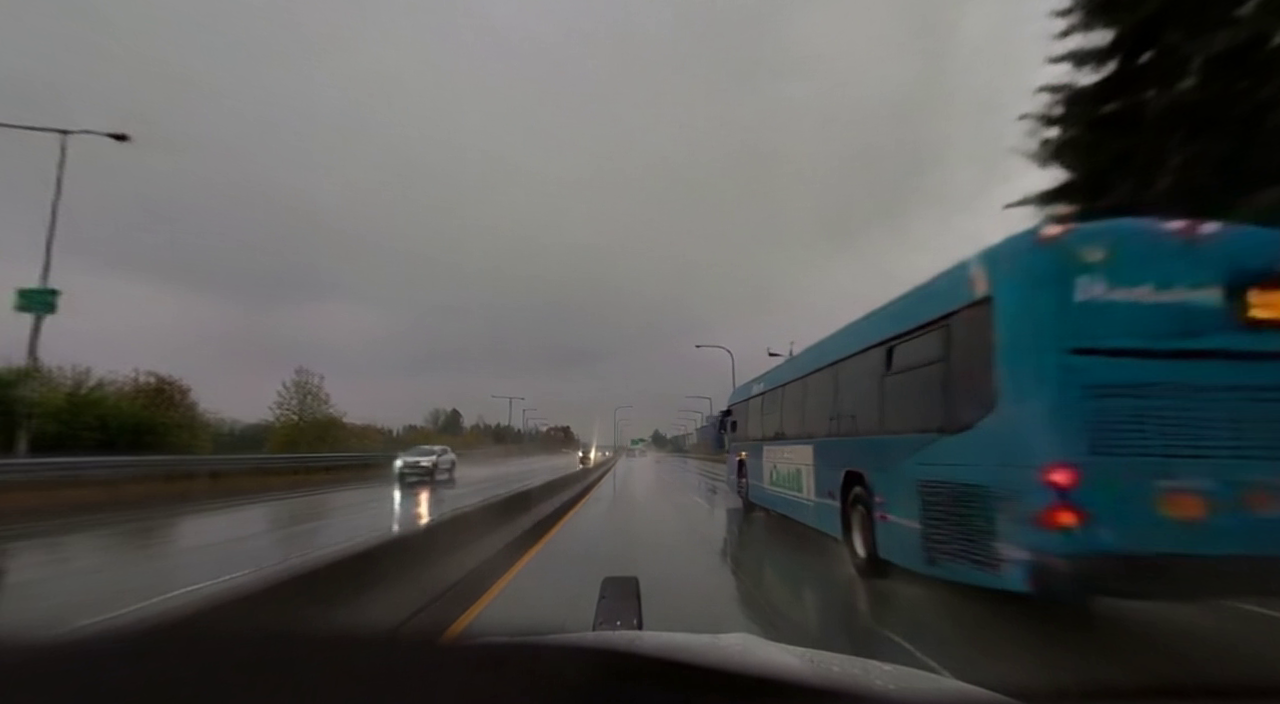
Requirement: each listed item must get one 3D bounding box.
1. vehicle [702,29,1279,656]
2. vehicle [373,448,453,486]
[{"bbox_3d":[3.606,0.845,11.085,3.277,4.084,14.213,0,-9,-1],"label":"vehicle"},{"bbox_3d":[-9.592,4.871,26.891,1.872,1.461,4.227,0,-9,0],"label":"vehicle"}]
